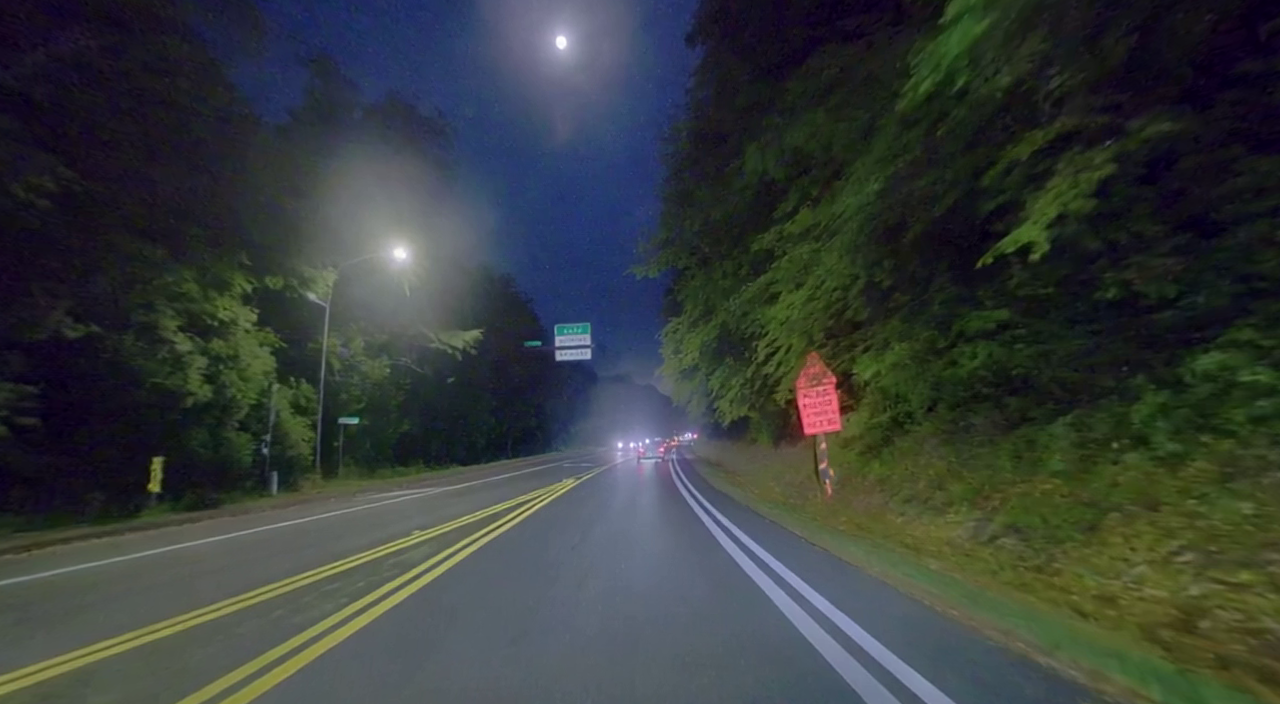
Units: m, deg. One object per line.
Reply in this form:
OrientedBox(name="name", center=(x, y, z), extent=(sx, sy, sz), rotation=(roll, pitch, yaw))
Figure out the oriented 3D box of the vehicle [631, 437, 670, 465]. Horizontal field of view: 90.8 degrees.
OrientedBox(name="vehicle", center=(0.605, 5.545, 35.507), extent=(2.067, 1.486, 3.861), rotation=(-1, -9, 2))
